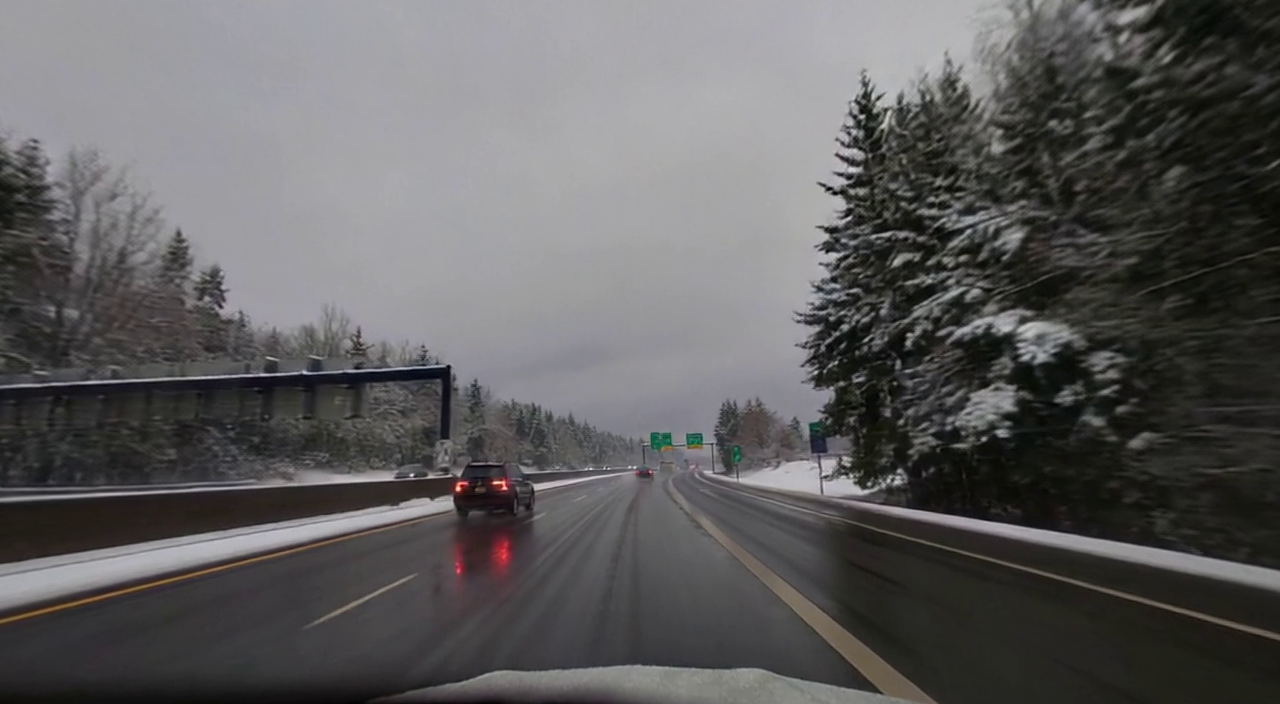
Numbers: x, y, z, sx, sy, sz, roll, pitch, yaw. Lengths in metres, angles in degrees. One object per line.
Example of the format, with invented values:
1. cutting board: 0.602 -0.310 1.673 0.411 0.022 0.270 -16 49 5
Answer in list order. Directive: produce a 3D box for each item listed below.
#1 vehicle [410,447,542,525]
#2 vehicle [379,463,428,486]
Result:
1. vehicle: -3.807 3.228 15.478 2.000 1.594 3.996 1 -11 2
2. vehicle: -17.944 9.326 48.034 1.959 1.669 4.090 1 -11 2
